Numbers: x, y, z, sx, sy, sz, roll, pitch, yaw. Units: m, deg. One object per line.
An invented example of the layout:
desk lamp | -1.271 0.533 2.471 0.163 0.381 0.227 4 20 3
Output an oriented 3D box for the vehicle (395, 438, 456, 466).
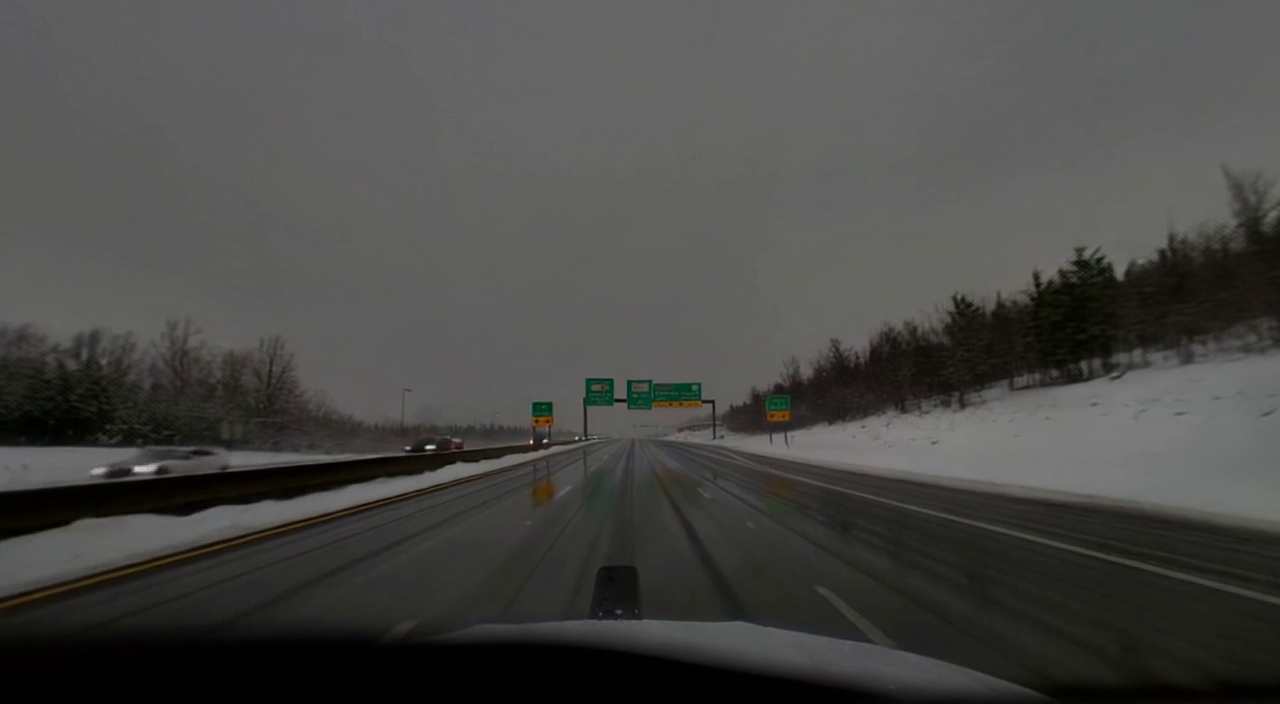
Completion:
vehicle | -12.281 5.714 36.292 1.961 1.509 4.492 0 -8 0

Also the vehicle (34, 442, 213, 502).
vehicle | -15.168 3.487 18.813 1.900 1.538 4.026 0 -8 0
